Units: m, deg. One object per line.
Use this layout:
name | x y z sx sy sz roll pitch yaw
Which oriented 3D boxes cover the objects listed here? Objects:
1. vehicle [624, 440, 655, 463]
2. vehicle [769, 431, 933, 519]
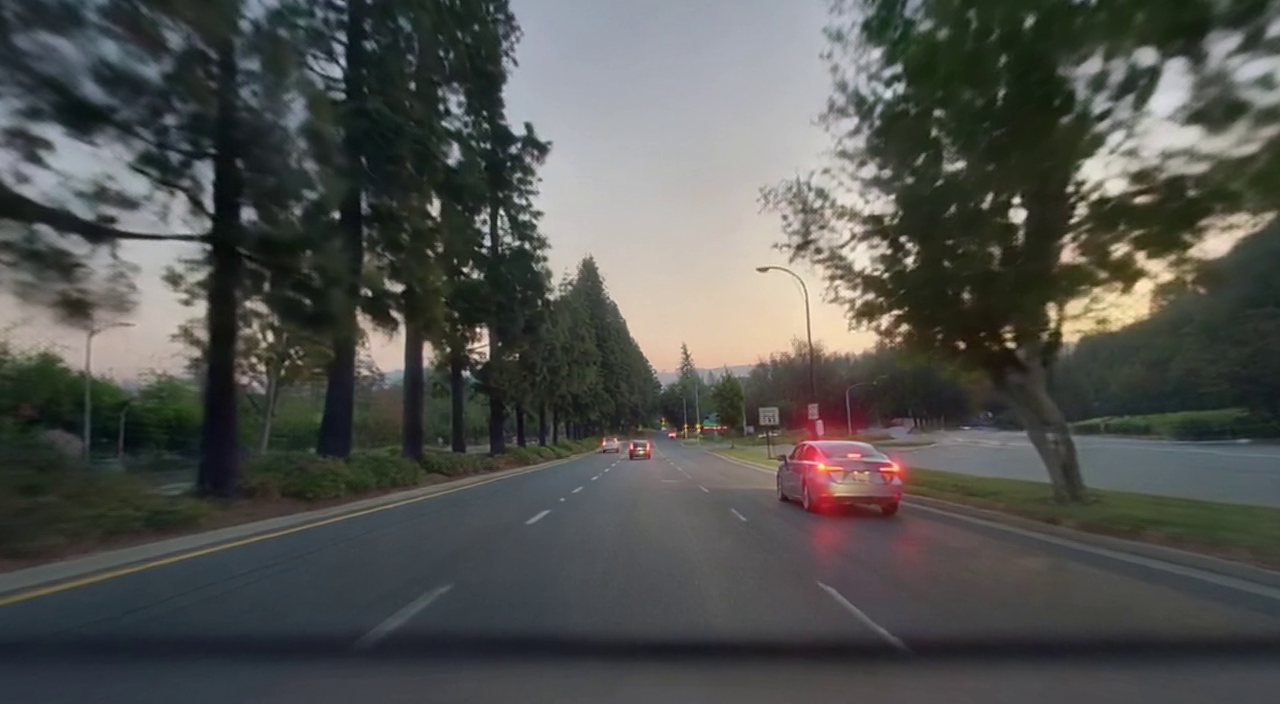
vehicle | 0.021 7.191 45.391 2.095 1.548 4.264 0 -8 2
vehicle | 4.135 2.470 13.174 1.913 1.516 4.322 0 -8 0
